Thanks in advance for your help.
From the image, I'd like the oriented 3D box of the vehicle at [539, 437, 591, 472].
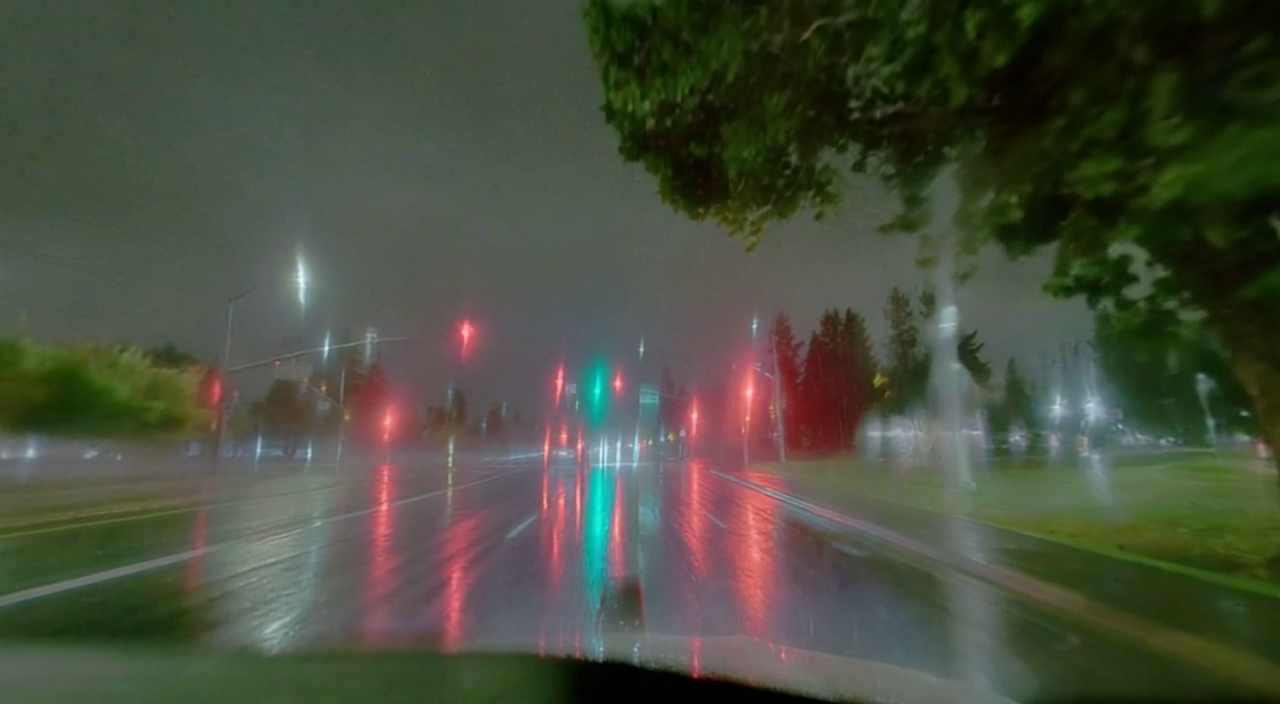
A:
[{"bbox_3d":[-3.604,5.041,31.332,2.076,1.599,4.483,0,-9,-1],"label":"vehicle"}]
